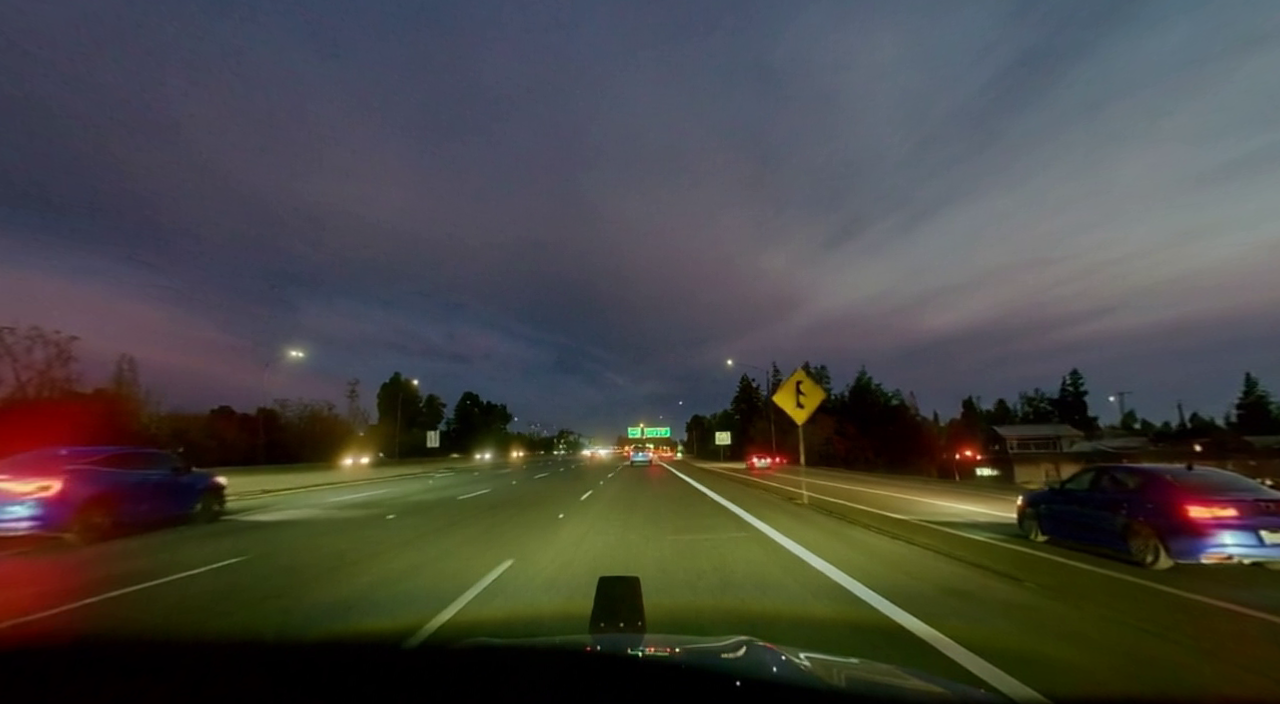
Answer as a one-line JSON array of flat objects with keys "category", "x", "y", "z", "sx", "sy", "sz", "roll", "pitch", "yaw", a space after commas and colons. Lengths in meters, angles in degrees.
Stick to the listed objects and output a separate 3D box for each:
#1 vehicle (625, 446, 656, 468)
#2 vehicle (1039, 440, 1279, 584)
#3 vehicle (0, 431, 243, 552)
[{"category": "vehicle", "x": 0.015, "y": 7.226, "z": 43.528, "sx": 2.051, "sy": 1.443, "sz": 3.770, "roll": 0, "pitch": -8, "yaw": 0}, {"category": "vehicle", "x": 9.935, "y": 2.437, "z": 10.333, "sx": 2.599, "sy": 1.962, "sz": 5.759, "roll": 1, "pitch": -8, "yaw": -6}, {"category": "vehicle", "x": -9.889, "y": 2.381, "z": 11.584, "sx": 2.121, "sy": 1.743, "sz": 4.673, "roll": 0, "pitch": -8, "yaw": 0}]
